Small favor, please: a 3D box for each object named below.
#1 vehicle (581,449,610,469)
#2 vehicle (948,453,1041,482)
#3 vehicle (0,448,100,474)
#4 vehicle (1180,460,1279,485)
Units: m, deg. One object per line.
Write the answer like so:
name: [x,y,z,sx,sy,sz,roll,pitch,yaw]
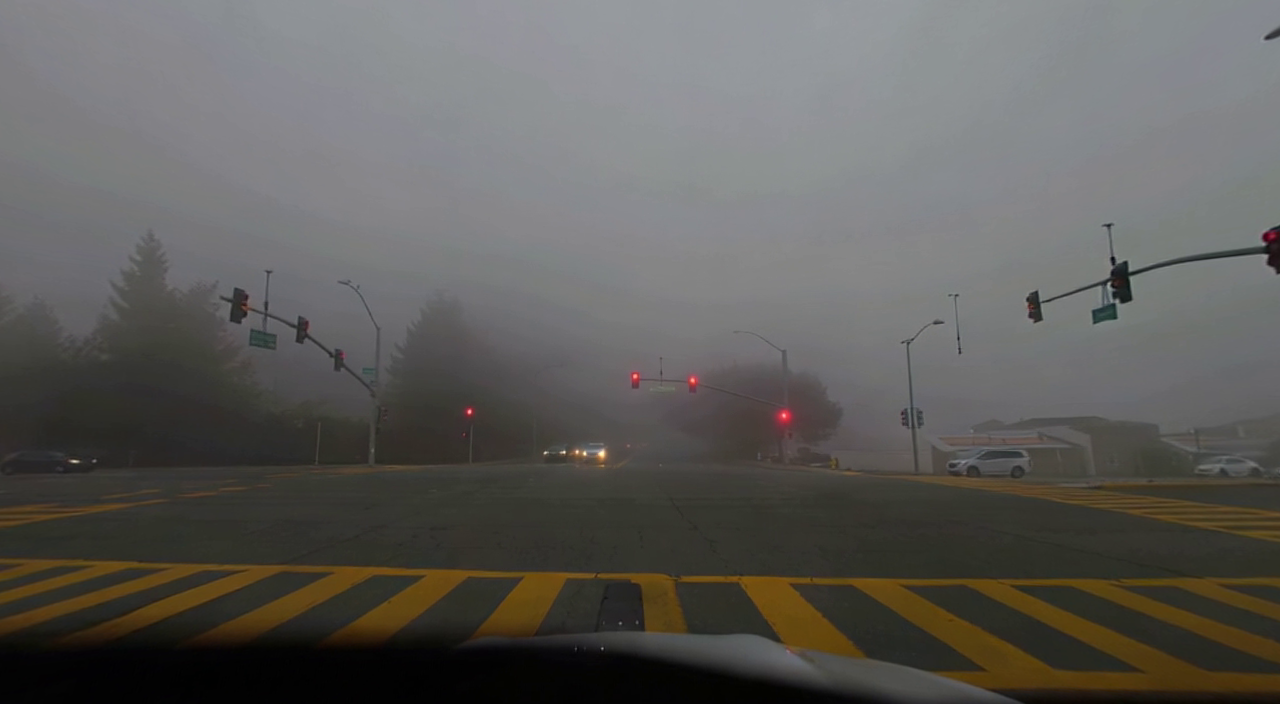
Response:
vehicle: [-3.448,8.357,49.222,1.908,1.441,4.142,0,-8,1]
vehicle: [21.100,6.878,37.587,4.447,1.623,1.801,0,-9,-3]
vehicle: [-35.141,6.414,37.186,4.741,1.447,1.807,0,-9,0]
vehicle: [36.223,7.307,38.297,4.976,1.428,1.929,0,-9,-2]
